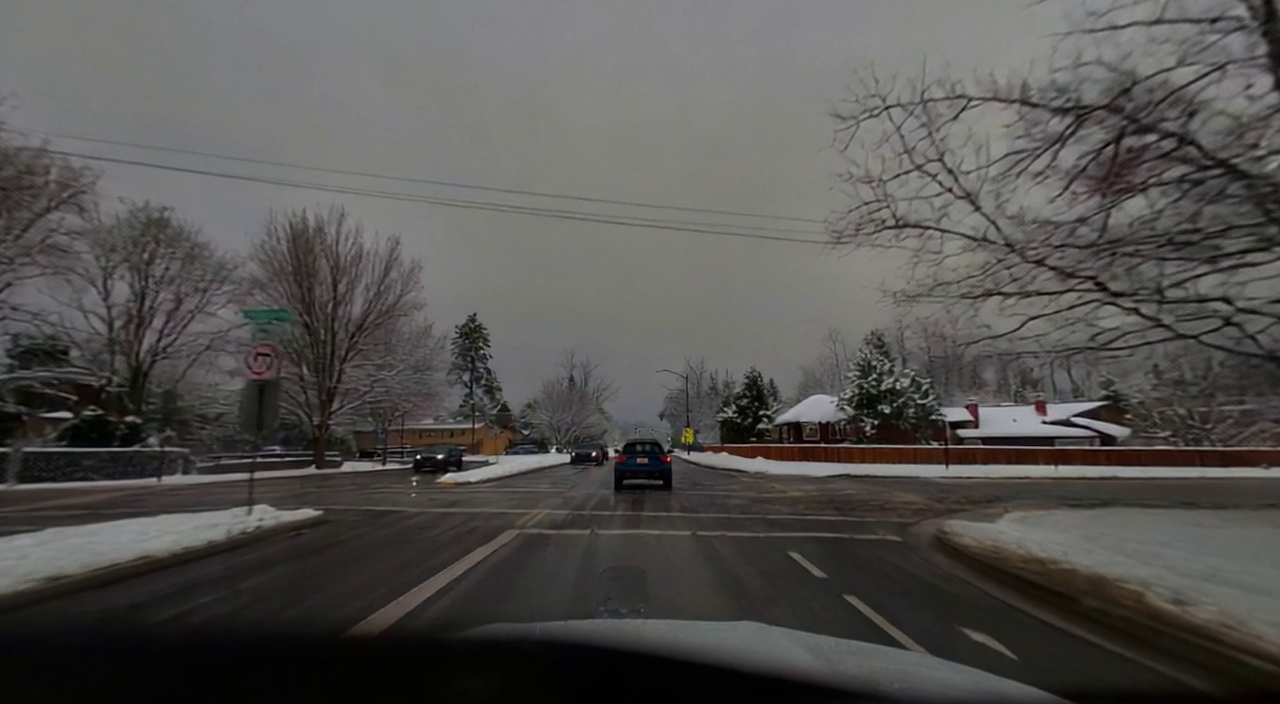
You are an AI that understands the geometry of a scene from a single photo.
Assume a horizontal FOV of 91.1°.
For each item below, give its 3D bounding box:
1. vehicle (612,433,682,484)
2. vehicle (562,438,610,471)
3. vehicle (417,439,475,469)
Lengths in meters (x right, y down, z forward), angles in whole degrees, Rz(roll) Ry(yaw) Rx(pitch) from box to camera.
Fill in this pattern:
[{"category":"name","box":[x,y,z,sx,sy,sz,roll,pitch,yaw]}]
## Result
[{"category":"vehicle","box":[0.273,3.809,22.777,2.290,1.653,4.127,0,-8,1]},{"category":"vehicle","box":[-3.001,5.777,35.802,2.067,1.546,4.988,2,-7,2]},{"category":"vehicle","box":[-11.435,6.038,37.334,2.103,1.679,4.199,0,-8,0]}]
